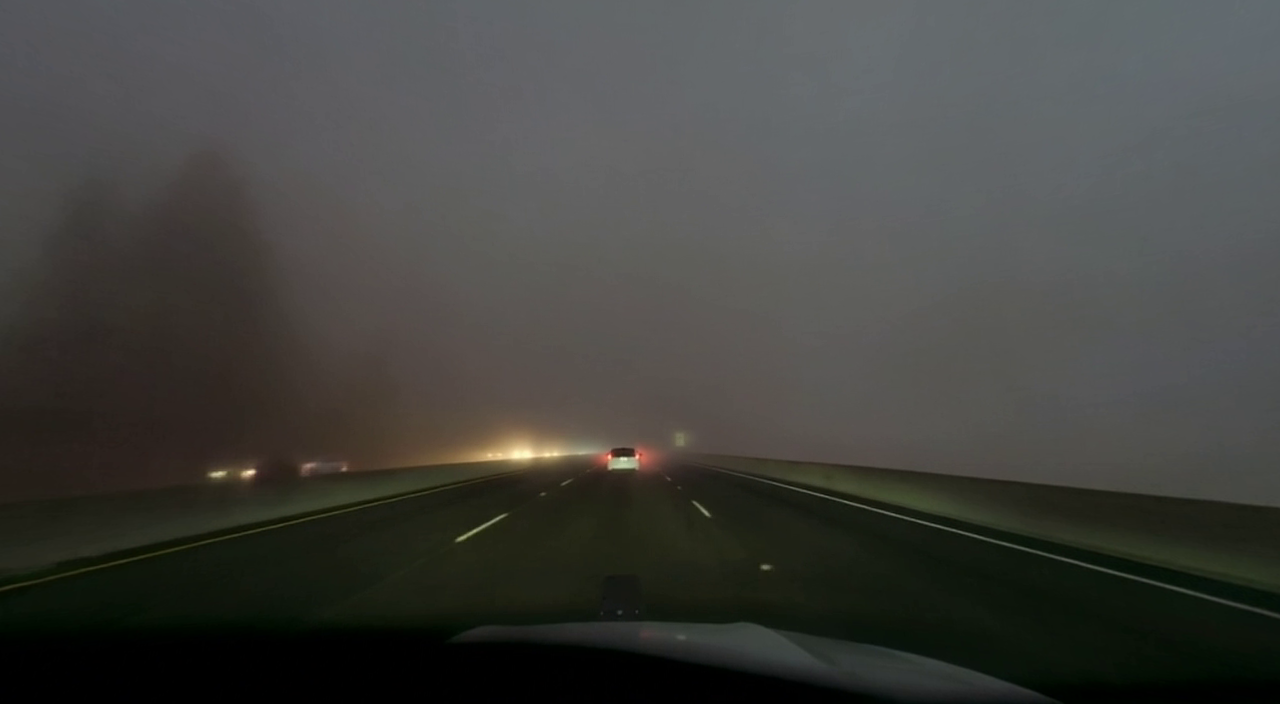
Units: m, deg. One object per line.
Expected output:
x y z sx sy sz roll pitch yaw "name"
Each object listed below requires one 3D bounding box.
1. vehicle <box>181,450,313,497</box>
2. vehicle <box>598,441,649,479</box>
-13.651 4.208 22.149 1.882 1.474 4.369 0 -9 -1 "vehicle"
-0.721 4.755 27.813 2.095 1.537 4.017 0 -9 -1 "vehicle"
